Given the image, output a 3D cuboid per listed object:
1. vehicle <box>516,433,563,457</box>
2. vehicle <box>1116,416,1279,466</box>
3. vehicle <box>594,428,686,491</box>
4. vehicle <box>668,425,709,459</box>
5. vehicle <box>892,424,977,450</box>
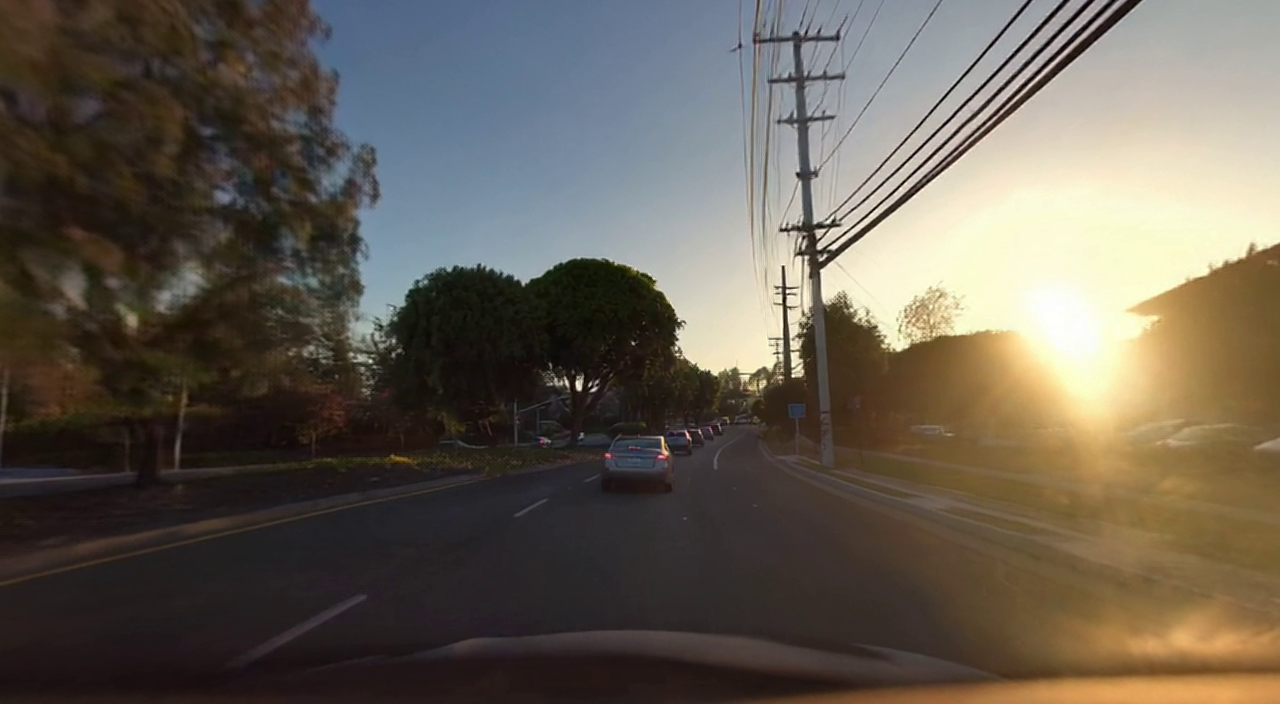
[{"bbox_3d":[-6.631,6.212,41.964,1.983,1.485,4.159,-1,-8,7],"label":"vehicle"},{"bbox_3d":[21.111,3.323,23.660,4.667,1.647,2.093,1,-7,7],"label":"vehicle"},{"bbox_3d":[0.132,2.868,17.117,2.117,1.474,4.036,-1,-8,5],"label":"vehicle"},{"bbox_3d":[3.051,5.574,38.857,2.158,1.939,4.935,-2,-8,8],"label":"vehicle"},{"bbox_3d":[19.913,5.798,42.827,4.739,1.708,1.976,-2,-9,8],"label":"vehicle"}]
